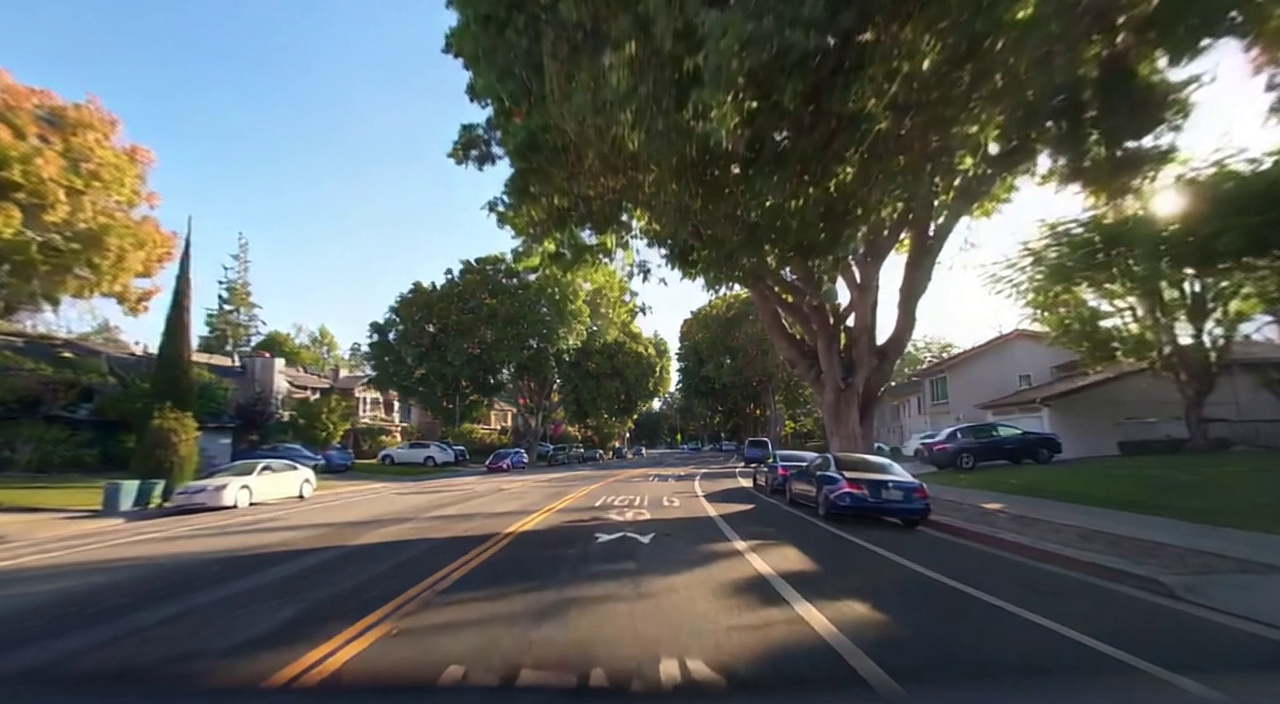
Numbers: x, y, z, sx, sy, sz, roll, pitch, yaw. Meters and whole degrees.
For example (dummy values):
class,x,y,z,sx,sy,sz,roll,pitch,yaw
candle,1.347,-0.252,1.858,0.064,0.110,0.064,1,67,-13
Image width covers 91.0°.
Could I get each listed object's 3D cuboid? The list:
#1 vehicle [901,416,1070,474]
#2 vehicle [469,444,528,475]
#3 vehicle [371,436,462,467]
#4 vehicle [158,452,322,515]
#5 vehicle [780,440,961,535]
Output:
class,x,y,z,sx,sy,sz,roll,pitch,yaw
vehicle,13.286,3.609,24.501,5.216,1.972,2.122,-2,-7,4
vehicle,-8.787,6.724,39.504,2.105,1.776,4.657,-4,-9,8
vehicle,-14.937,6.649,42.200,5.192,1.915,2.200,-1,-8,10
vehicle,-11.471,3.835,18.470,2.091,1.461,4.058,-5,-12,2
vehicle,4.379,2.597,12.809,1.996,1.466,4.458,3,-8,0
